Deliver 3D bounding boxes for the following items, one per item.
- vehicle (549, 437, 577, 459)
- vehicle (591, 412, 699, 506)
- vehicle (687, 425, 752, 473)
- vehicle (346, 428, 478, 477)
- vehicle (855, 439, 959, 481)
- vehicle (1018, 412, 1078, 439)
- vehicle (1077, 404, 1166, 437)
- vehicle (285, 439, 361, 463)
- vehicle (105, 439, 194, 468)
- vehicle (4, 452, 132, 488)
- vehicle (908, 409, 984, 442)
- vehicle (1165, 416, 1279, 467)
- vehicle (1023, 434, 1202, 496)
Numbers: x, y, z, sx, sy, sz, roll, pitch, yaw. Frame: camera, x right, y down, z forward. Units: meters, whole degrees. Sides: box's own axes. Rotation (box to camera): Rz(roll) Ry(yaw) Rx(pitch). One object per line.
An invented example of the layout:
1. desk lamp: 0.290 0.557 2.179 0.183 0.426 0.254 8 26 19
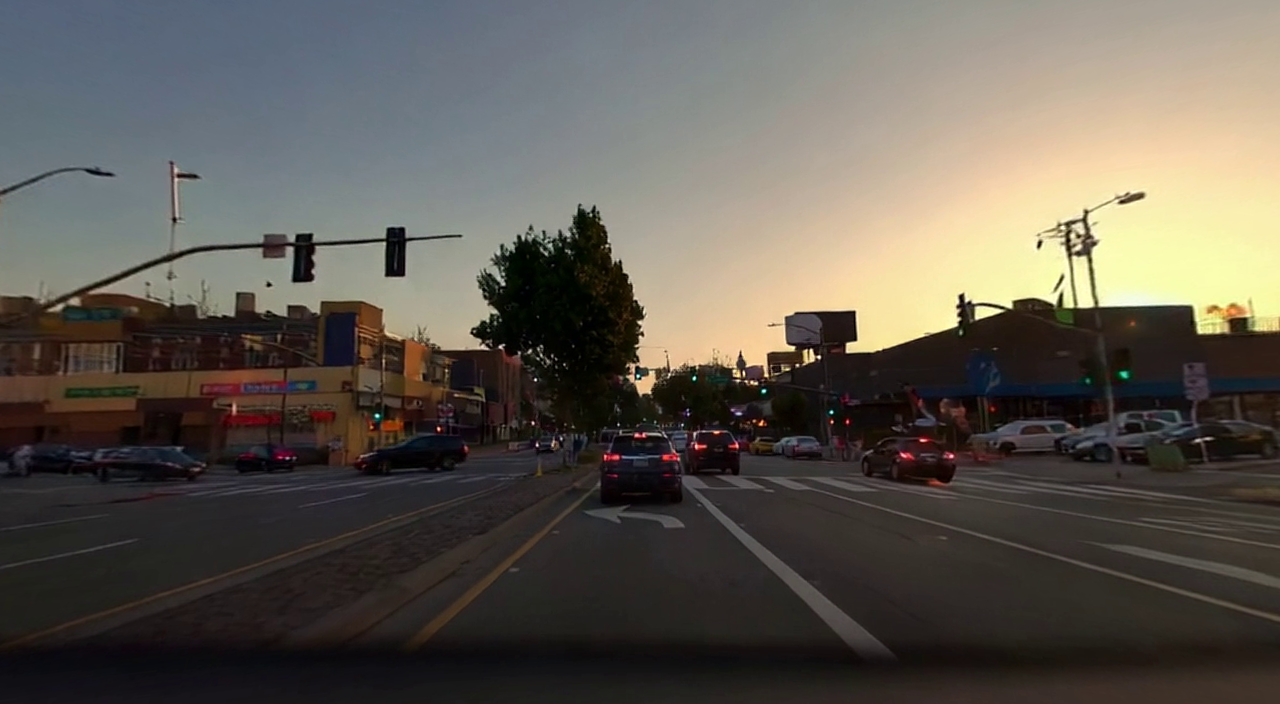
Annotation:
1. vehicle: -5.999 7.514 49.531 1.577 1.335 4.176 -2 -4 2
2. vehicle: 0.057 2.496 15.073 2.157 1.863 4.665 0 -8 -1
3. vehicle: 3.433 4.323 28.370 2.115 1.932 5.189 0 -8 -1
4. vehicle: -9.387 4.096 26.012 4.827 1.856 2.291 3 -9 -23
5. vehicle: 9.872 4.007 23.754 1.863 1.426 4.494 0 -8 -1
6. vehicle: 24.535 4.399 38.028 1.422 1.496 3.318 1 -6 1
7. vehicle: 29.415 4.141 38.723 1.913 1.651 4.727 3 -3 2
8. vehicle: -23.597 7.380 47.071 4.511 1.670 2.082 -1 -10 0
9. vehicle: -31.671 6.674 40.979 2.060 1.732 5.462 1 -11 -9
10. vehicle: -27.247 5.659 30.209 3.892 1.541 2.031 4 -10 -13
11. vehicle: 18.665 4.608 38.785 2.123 1.884 5.170 0 -8 0
12. vehicle: 18.917 2.707 19.273 1.735 1.417 4.476 -3 -8 -2
13. vehicle: 13.792 3.301 18.836 1.734 1.527 4.531 -3 -8 -1
